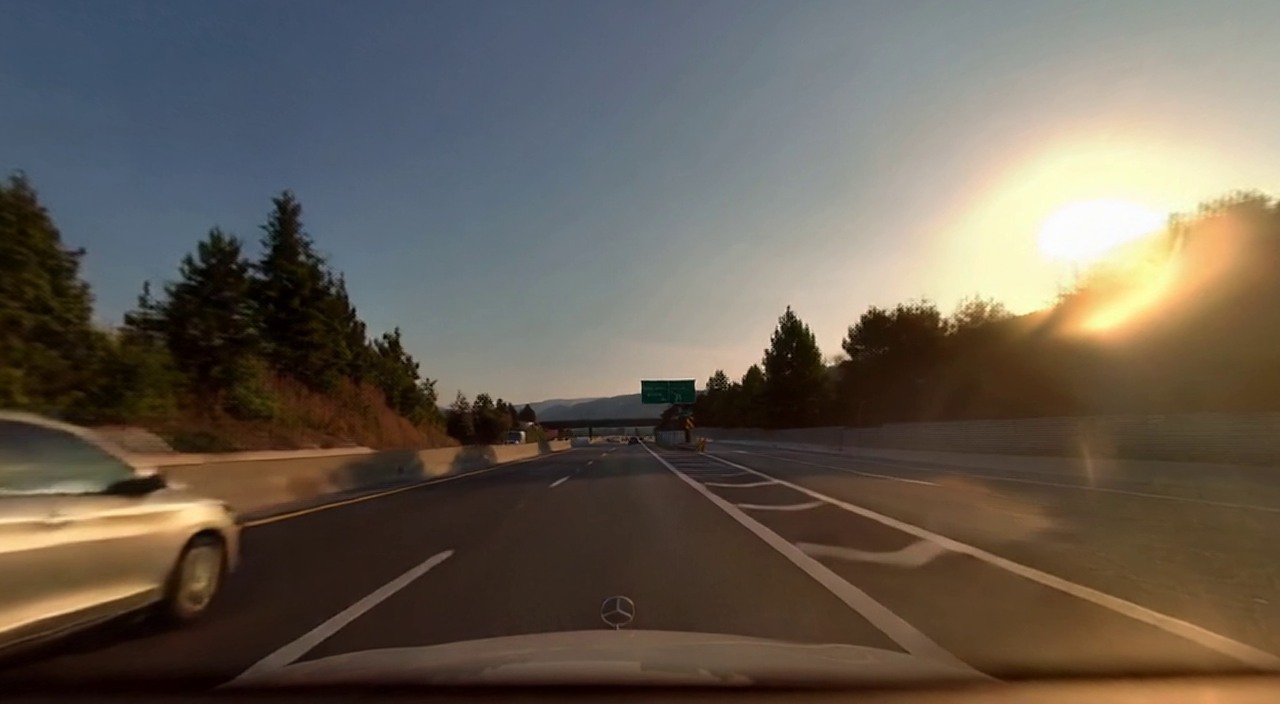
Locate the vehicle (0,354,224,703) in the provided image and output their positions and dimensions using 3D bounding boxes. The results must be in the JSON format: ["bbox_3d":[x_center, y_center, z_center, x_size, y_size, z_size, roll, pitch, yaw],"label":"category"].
[{"bbox_3d":[-3.937,0.750,2.178,2.129,1.641,4.263,0,-7,-1],"label":"vehicle"}]
